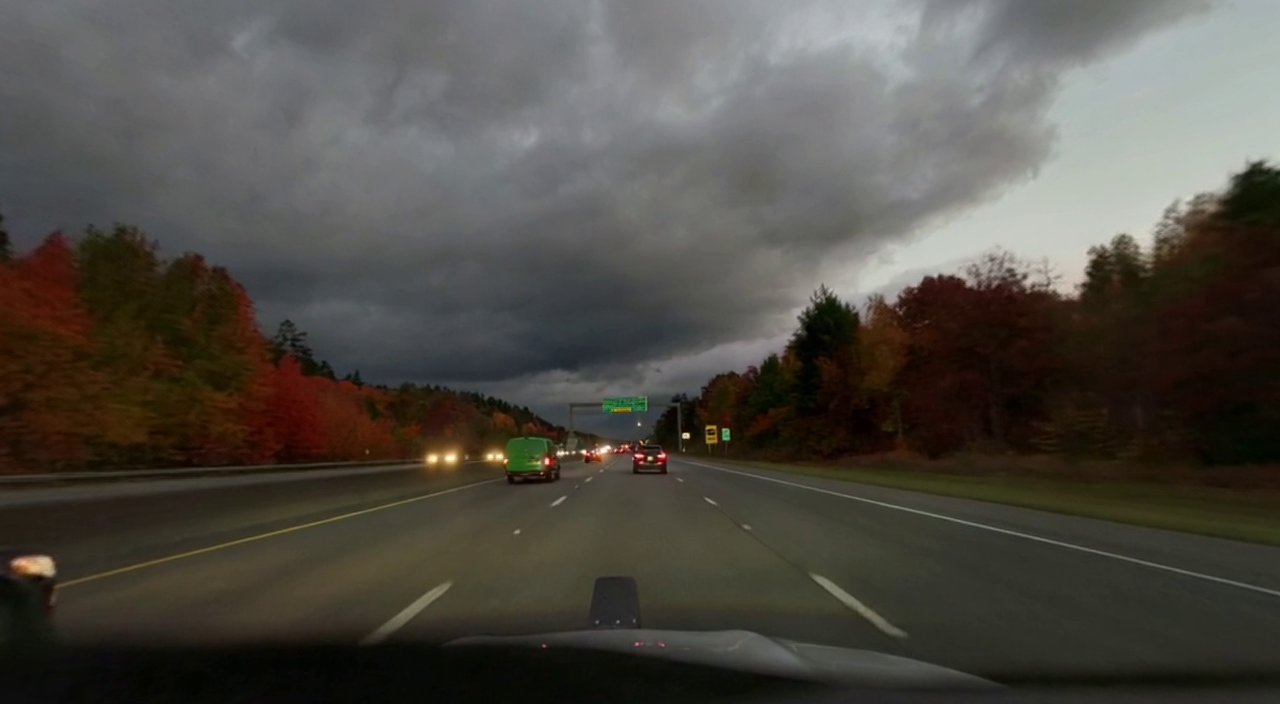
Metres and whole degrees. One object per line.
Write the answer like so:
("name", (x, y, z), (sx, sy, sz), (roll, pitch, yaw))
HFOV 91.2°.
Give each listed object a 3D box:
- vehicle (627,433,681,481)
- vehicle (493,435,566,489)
("vehicle", (0.519, 4.647, 27.809), (2.179, 1.930, 4.538), (0, -9, -1))
("vehicle", (-3.976, 4.039, 23.294), (2.021, 1.790, 3.907), (0, -9, 0))
